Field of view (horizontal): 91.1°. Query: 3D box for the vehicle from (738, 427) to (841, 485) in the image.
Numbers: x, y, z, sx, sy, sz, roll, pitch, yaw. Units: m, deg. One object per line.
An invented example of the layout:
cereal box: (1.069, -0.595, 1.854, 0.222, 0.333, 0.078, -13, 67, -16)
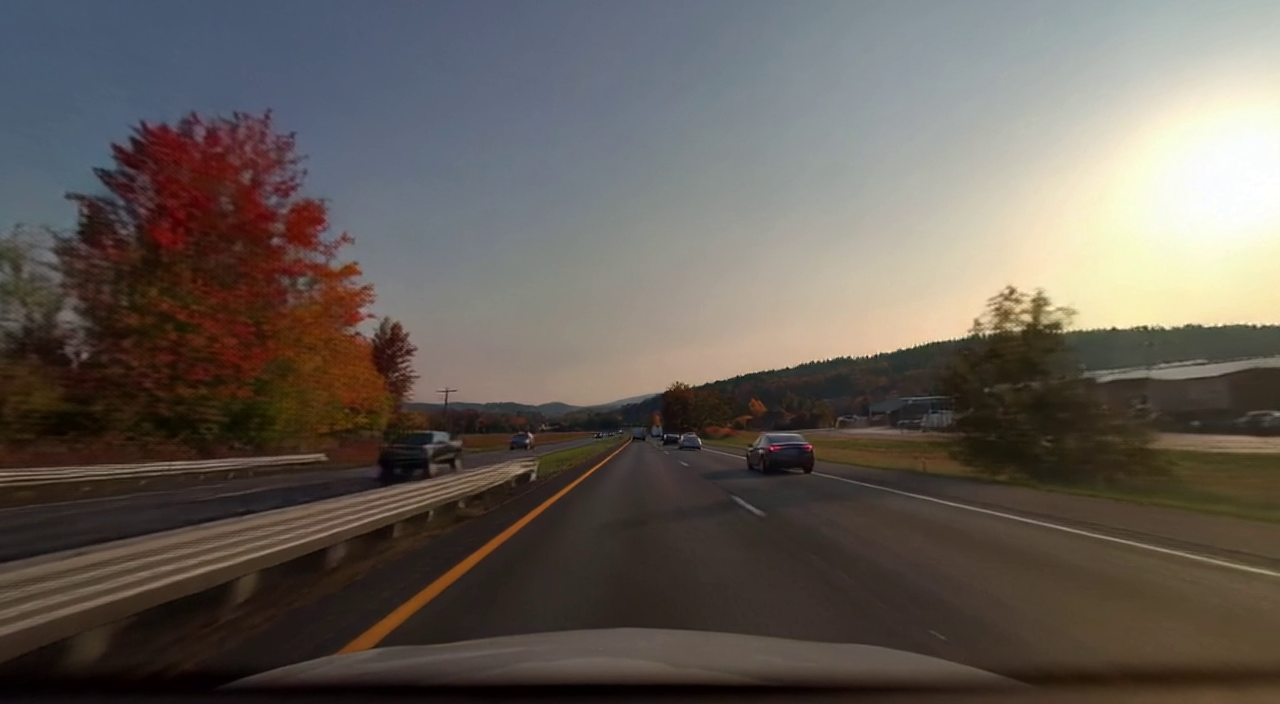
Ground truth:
vehicle: (4.358, 3.096, 19.041, 2.024, 1.516, 4.197, 0, -8, -1)

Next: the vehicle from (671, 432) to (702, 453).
vehicle: (3.609, 7.085, 49.026, 2.057, 1.540, 4.158, 0, -8, -1)

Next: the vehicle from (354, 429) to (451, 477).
vehicle: (-8.404, 3.607, 22.632, 1.916, 1.549, 4.032, 0, -8, 0)
